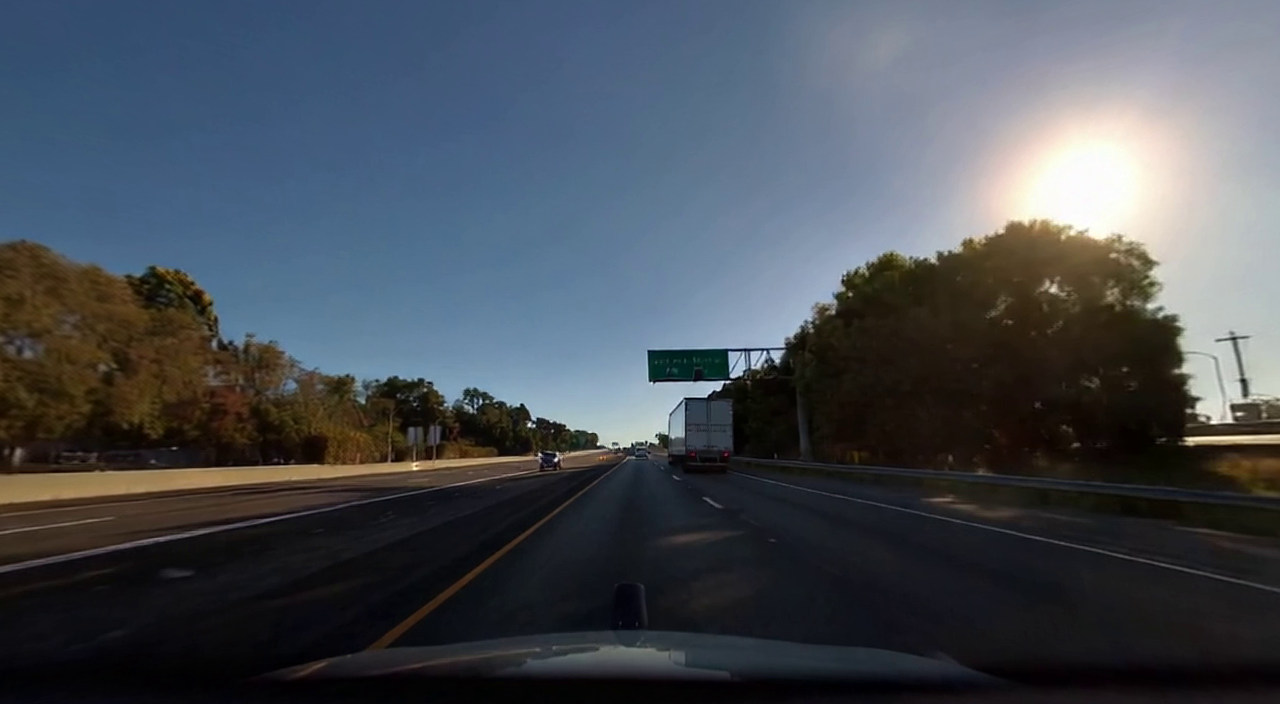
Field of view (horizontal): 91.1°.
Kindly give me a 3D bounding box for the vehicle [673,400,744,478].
[{"bbox_3d":[3.996,5.598,39.935,3.185,4.154,12.638,0,-9,1],"label":"vehicle"}]
